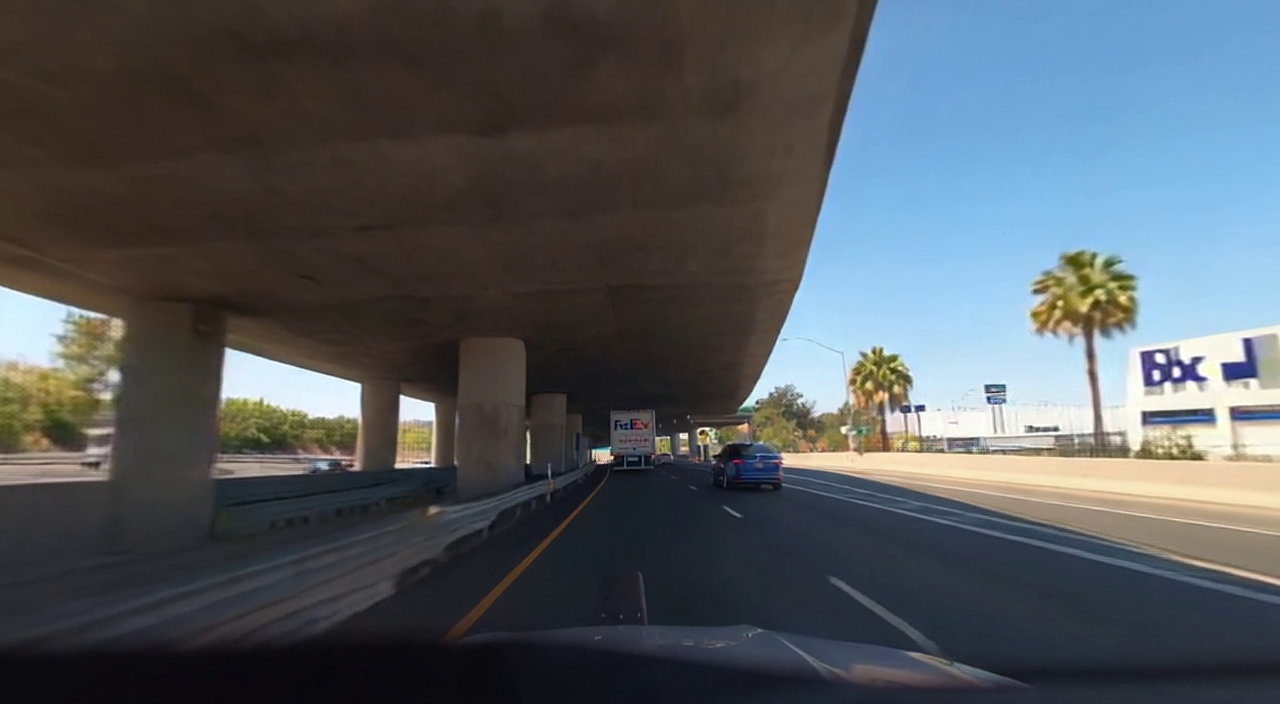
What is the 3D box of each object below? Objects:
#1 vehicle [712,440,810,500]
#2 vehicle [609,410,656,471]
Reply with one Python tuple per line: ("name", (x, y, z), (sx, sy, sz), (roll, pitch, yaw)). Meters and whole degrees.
("vehicle", (3.430, 3.426, 18.737), (1.966, 1.558, 4.238), (0, -9, -1))
("vehicle", (-0.658, 6.927, 48.891), (3.243, 4.134, 11.656), (0, -9, -1))
